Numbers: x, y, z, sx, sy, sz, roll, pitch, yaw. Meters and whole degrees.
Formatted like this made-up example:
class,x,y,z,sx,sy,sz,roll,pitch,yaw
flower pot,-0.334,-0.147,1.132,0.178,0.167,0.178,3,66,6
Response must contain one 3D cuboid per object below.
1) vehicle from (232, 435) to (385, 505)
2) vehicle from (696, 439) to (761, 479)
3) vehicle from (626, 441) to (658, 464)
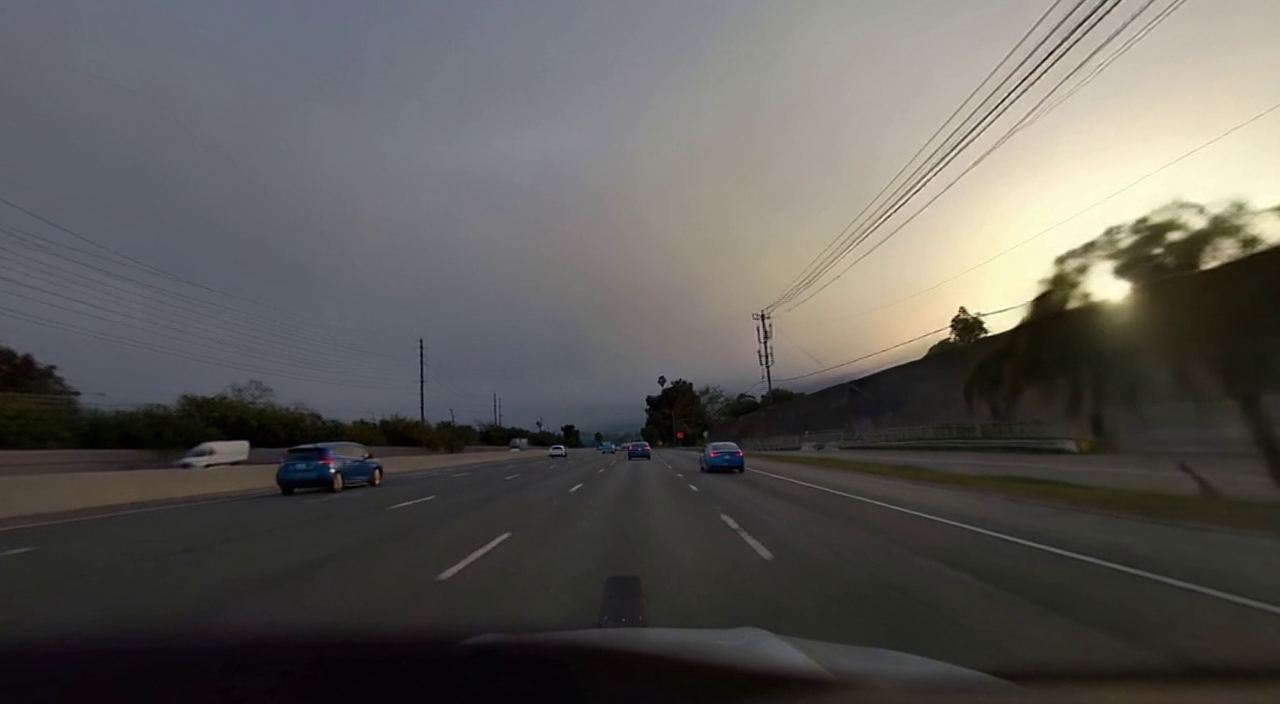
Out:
class,x,y,z,sx,sy,sz,roll,pitch,yaw
vehicle,-10.395,3.706,20.361,2.241,1.810,4.966,-4,-8,1
vehicle,3.641,4.466,26.712,2.060,1.526,4.387,0,-8,-1
vehicle,0.144,6.812,42.859,2.036,1.474,3.969,0,-8,0
